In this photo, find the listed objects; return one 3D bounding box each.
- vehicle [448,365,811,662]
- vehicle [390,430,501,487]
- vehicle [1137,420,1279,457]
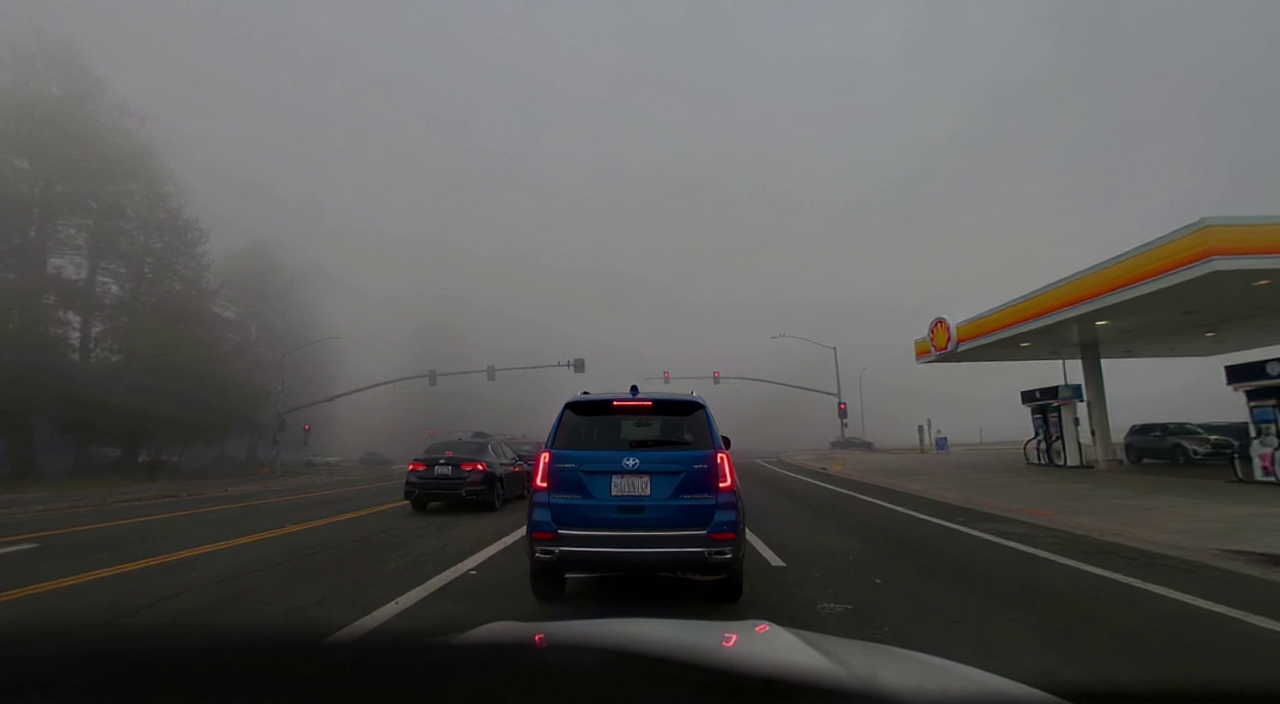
[{"bbox_3d":[0.016,1.316,6.132,2.236,1.819,4.291,-1,-9,3],"label":"vehicle"},{"bbox_3d":[-6.641,3.709,22.179,2.065,1.753,4.525,-1,-9,6],"label":"vehicle"},{"bbox_3d":[25.947,3.968,28.777,4.551,1.616,1.973,-2,-9,11],"label":"vehicle"}]
